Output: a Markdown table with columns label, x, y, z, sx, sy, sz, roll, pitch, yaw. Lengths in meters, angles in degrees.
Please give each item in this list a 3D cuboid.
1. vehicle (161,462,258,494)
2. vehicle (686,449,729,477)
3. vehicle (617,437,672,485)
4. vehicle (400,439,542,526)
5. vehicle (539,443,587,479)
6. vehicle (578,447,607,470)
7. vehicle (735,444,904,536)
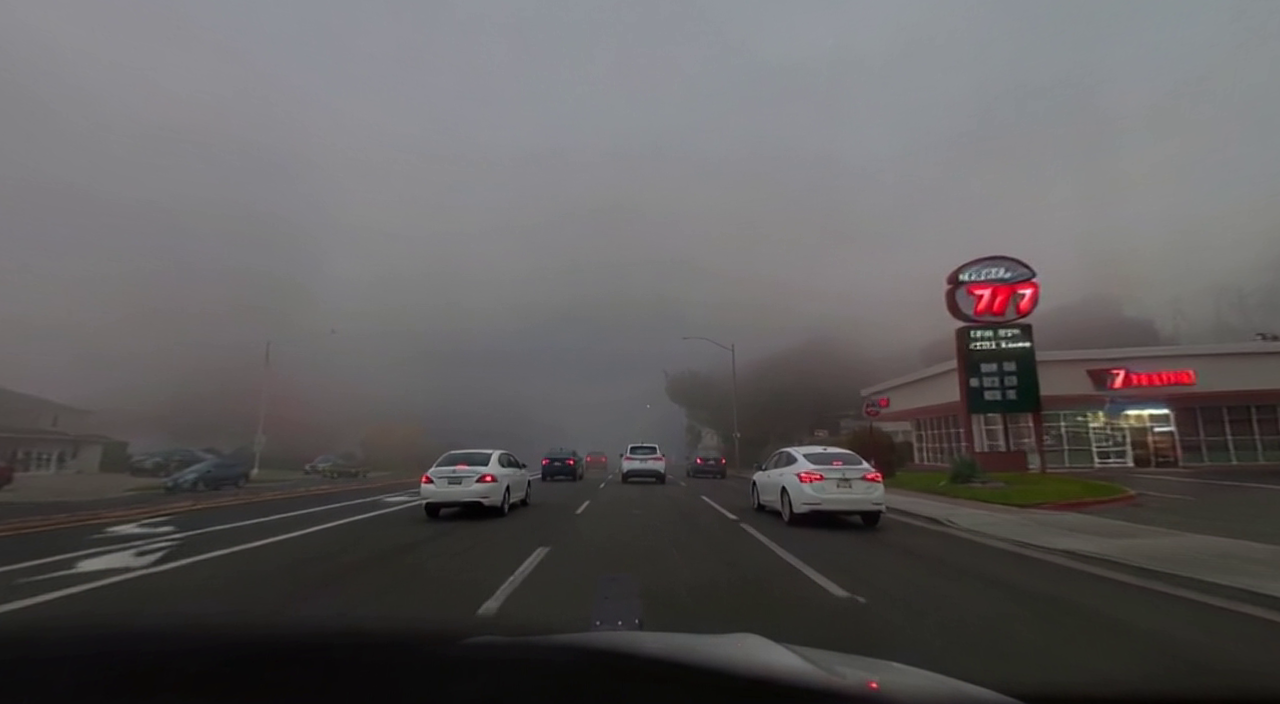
| label | x | y | z | sx | sy | sz | roll | pitch | yaw |
| --- | --- | --- | --- | --- | --- | --- | --- | --- | --- |
| vehicle | -22.447 | 6.544 | 33.102 | 1.827 | 1.441 | 4.660 | 0 | -9 | 0 |
| vehicle | 3.735 | 6.236 | 35.560 | 1.880 | 1.476 | 3.932 | 0 | -9 | -1 |
| vehicle | 0.122 | 4.660 | 27.089 | 2.164 | 1.867 | 4.254 | 0 | -9 | -1 |
| vehicle | -3.303 | 2.626 | 13.247 | 1.864 | 1.505 | 4.202 | 0 | -9 | -1 |
| vehicle | -3.871 | 5.546 | 32.272 | 1.932 | 1.695 | 4.235 | 0 | -9 | 0 |
| vehicle | -3.536 | 8.008 | 47.601 | 1.871 | 1.673 | 3.920 | 0 | -9 | 1 |
| vehicle | 3.313 | 2.630 | 12.723 | 1.977 | 1.480 | 4.589 | 0 | -9 | -1 |
